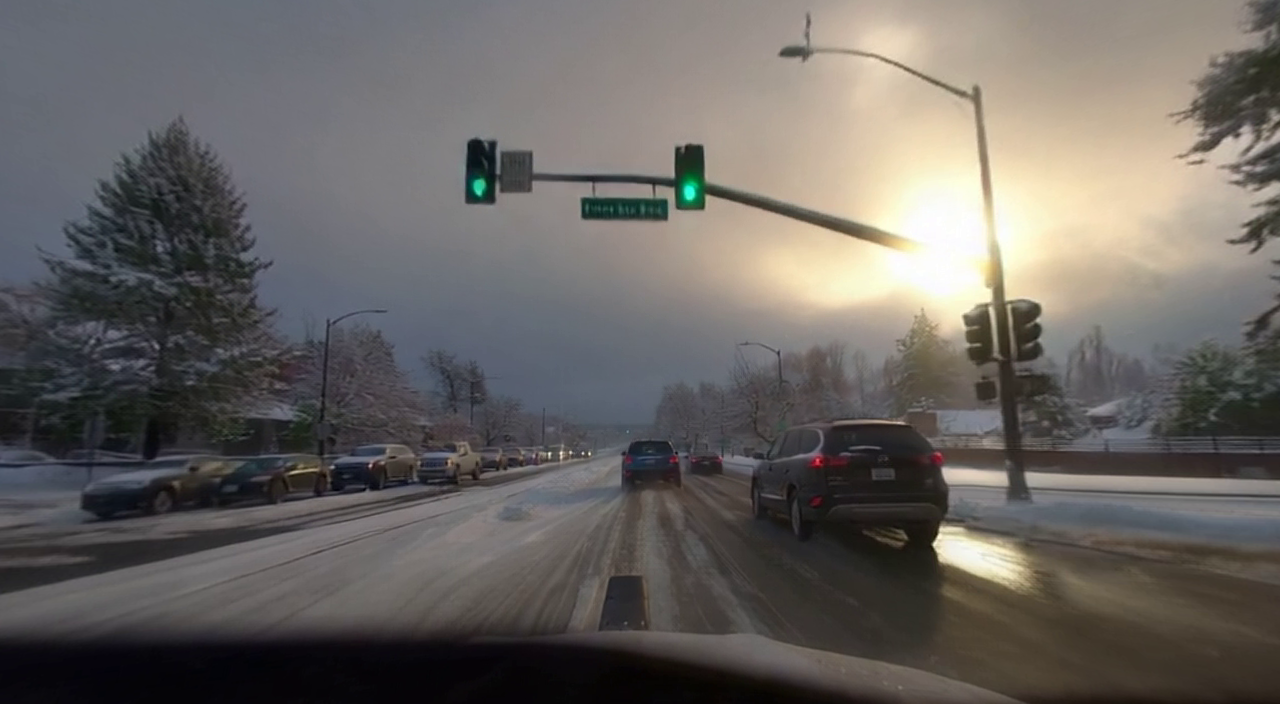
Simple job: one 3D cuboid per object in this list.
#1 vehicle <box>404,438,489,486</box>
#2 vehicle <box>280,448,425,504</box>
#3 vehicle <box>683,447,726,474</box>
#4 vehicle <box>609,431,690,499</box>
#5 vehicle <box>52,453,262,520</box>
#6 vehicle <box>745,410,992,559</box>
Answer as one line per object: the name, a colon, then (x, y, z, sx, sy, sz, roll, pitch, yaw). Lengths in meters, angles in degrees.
vehicle: (-8.487, 4.839, 28.153, 2.182, 1.939, 4.889, 0, -8, 1)
vehicle: (-8.340, 3.627, 18.904, 2.083, 1.420, 4.702, 0, -8, 1)
vehicle: (3.814, 6.457, 37.879, 2.096, 1.489, 4.757, 0, -8, 0)
vehicle: (0.275, 3.401, 19.435, 2.185, 1.822, 4.391, 0, -8, 0)
vehicle: (-12.306, 3.411, 16.561, 1.959, 1.450, 4.487, 0, -8, 0)
vehicle: (3.175, 1.944, 9.969, 2.166, 1.799, 4.372, 0, -8, -1)
